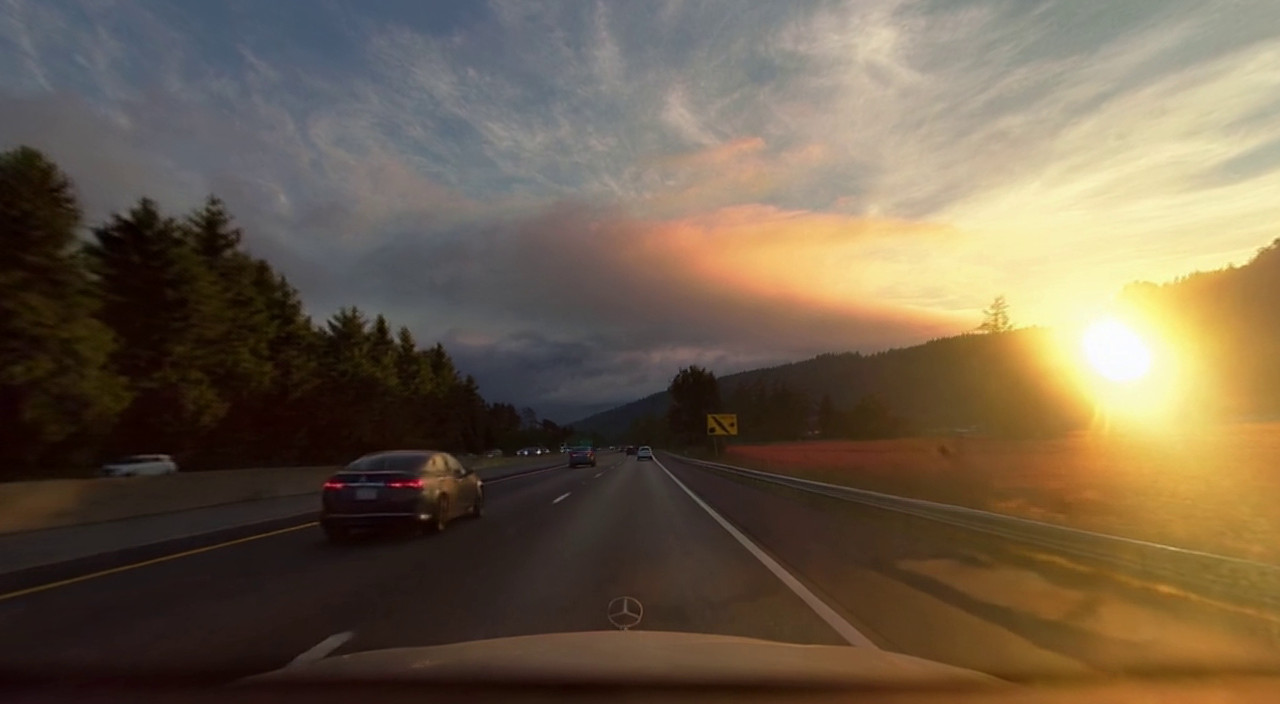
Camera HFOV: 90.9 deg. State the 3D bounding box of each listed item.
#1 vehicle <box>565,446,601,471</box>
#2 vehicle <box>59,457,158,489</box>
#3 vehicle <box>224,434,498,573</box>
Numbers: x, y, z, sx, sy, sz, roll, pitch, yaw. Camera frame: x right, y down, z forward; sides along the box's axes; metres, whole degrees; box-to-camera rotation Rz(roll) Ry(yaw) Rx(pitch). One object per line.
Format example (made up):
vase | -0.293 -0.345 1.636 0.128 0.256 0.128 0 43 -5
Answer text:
vehicle | -3.995 7.538 44.745 2.095 1.664 4.305 0 -9 0
vehicle | -26.573 6.031 31.682 1.697 1.495 3.700 0 -9 0
vehicle | -3.506 1.970 8.956 1.970 1.483 4.097 0 -9 1
